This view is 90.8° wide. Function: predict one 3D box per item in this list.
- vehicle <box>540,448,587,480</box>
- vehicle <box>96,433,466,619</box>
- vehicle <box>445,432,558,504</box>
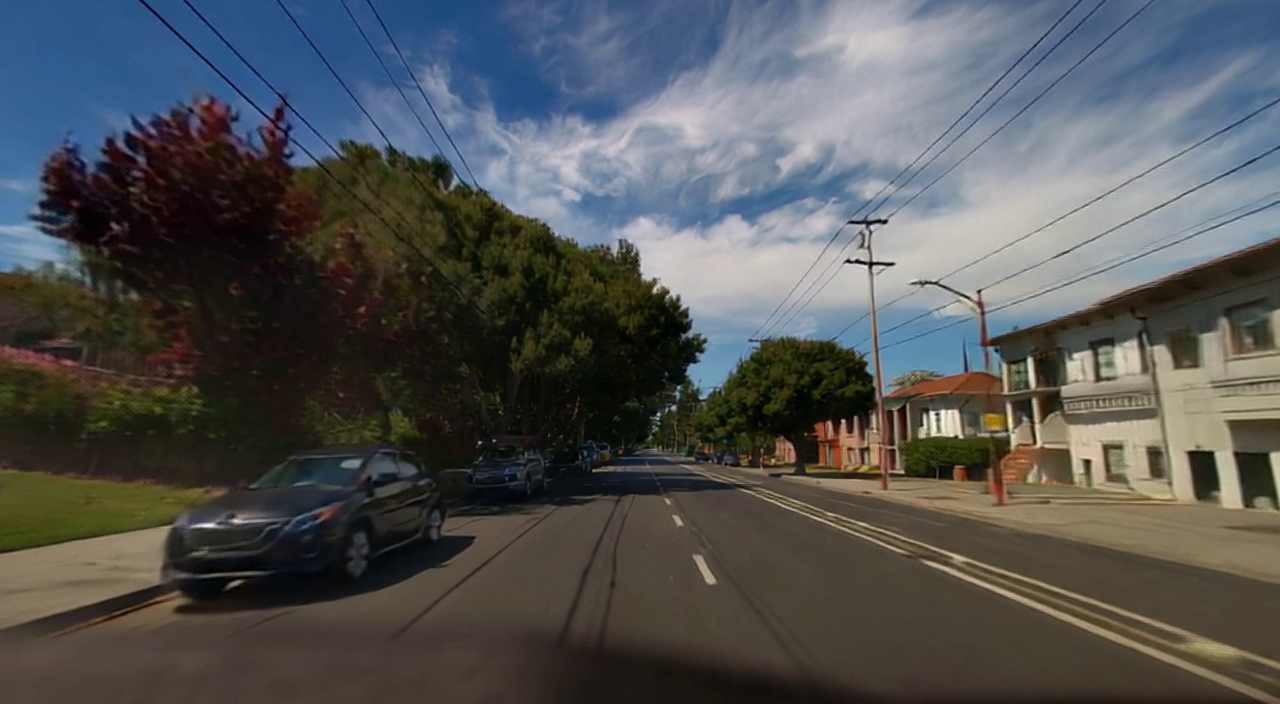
[{"bbox_3d":[-4.021,6.016,34.114,1.917,1.516,4.898,-2,-9,0],"label":"vehicle"},{"bbox_3d":[-3.708,1.830,7.783,1.825,1.542,4.715,0,-8,-1],"label":"vehicle"},{"bbox_3d":[-4.055,3.520,19.681,2.189,1.887,5.616,-1,-9,1],"label":"vehicle"}]
